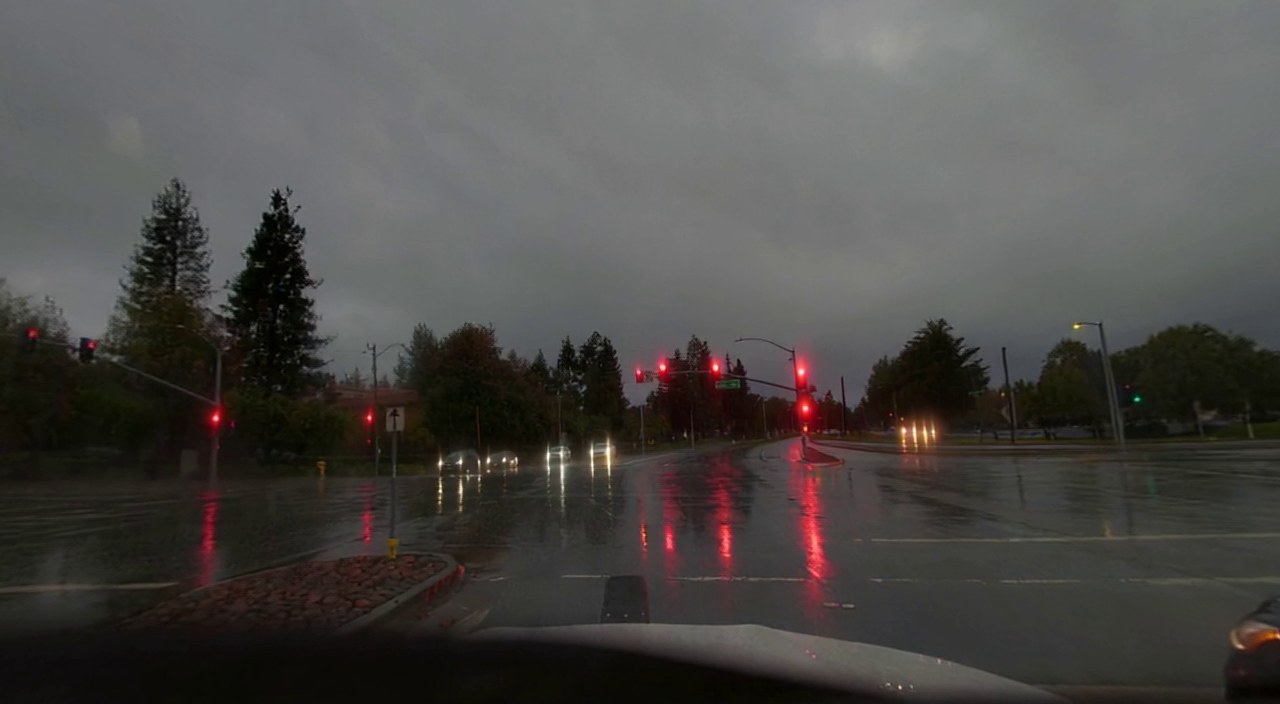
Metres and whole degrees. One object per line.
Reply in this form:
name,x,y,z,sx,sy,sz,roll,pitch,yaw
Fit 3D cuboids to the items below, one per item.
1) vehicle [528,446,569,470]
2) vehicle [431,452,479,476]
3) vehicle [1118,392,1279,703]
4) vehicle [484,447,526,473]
vehicle,-6.534,7.609,45.509,2.126,1.657,4.307,-1,-9,3
vehicle,-13.405,8.115,45.993,2.101,1.637,4.304,0,-9,1
vehicle,3.059,0.622,0.420,1.978,1.468,4.544,0,-9,1
vehicle,-9.771,7.826,45.919,2.064,1.725,4.243,0,-9,1
